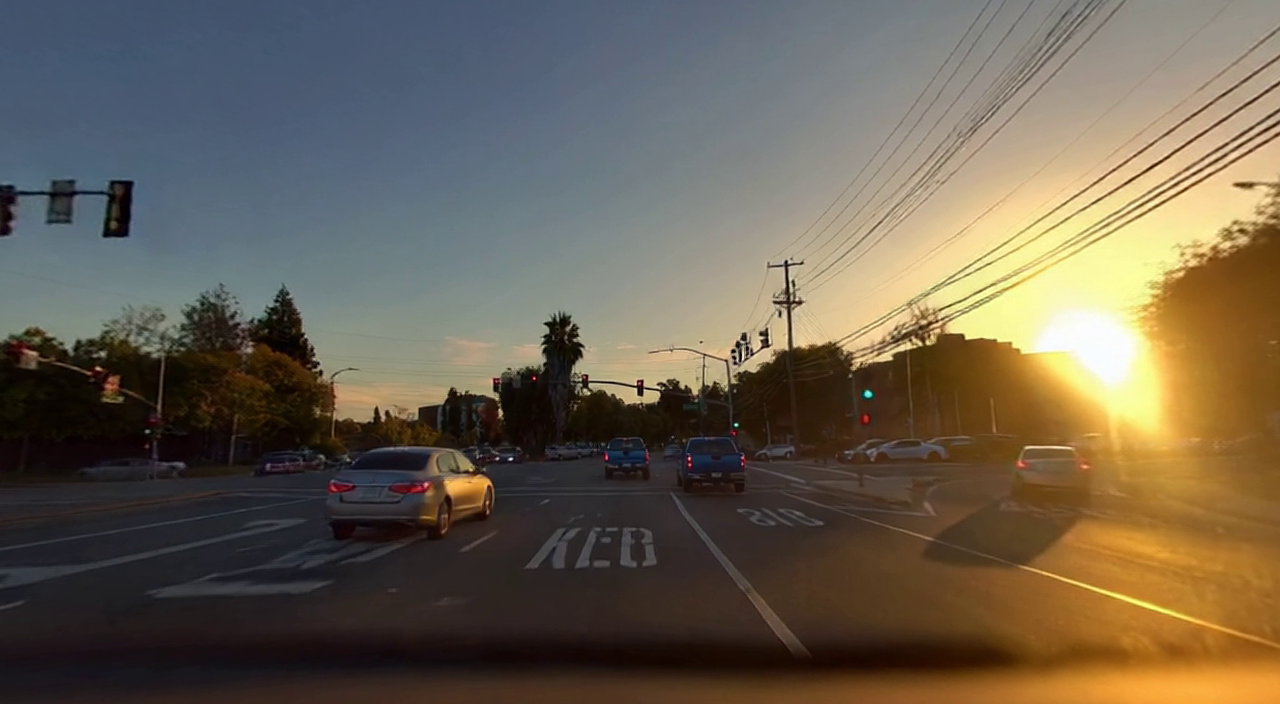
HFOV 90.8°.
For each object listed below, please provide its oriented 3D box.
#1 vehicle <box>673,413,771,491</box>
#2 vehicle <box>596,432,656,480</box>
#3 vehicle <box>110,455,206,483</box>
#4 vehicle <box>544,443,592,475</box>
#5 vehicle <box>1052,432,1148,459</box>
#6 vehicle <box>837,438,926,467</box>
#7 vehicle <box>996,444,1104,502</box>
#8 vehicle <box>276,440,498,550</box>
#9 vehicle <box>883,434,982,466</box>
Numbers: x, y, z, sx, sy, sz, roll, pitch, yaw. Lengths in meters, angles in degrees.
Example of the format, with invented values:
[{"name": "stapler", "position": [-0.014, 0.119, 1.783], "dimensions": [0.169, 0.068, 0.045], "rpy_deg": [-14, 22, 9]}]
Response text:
[{"name": "vehicle", "position": [2.966, 3.938, 25.095], "dimensions": [2.905, 2.636, 6.895], "rpy_deg": [0, -9, -1]}, {"name": "vehicle", "position": [-0.560, 5.072, 31.077], "dimensions": [2.643, 2.145, 5.585], "rpy_deg": [0, -9, 2]}, {"name": "vehicle", "position": [-27.367, 6.610, 35.902], "dimensions": [4.675, 1.471, 2.076], "rpy_deg": [-3, -9, 21]}, {"name": "vehicle", "position": [-4.234, 6.406, 38.071], "dimensions": [2.273, 1.749, 4.385], "rpy_deg": [0, -9, 1]}, {"name": "vehicle", "position": [30.997, 6.349, 42.643], "dimensions": [4.848, 1.769, 2.301], "rpy_deg": [1, -9, -9]}, {"name": "vehicle", "position": [15.128, 6.329, 39.690], "dimensions": [4.681, 1.756, 2.109], "rpy_deg": [2, -9, -10]}, {"name": "vehicle", "position": [11.790, 3.446, 18.476], "dimensions": [2.212, 1.466, 4.126], "rpy_deg": [-5, -10, 28]}, {"name": "vehicle", "position": [-4.012, 2.318, 11.039], "dimensions": [1.939, 1.494, 4.499], "rpy_deg": [0, -9, 1]}, {"name": "vehicle", "position": [17.104, 5.775, 37.045], "dimensions": [4.782, 1.768, 2.152], "rpy_deg": [2, -9, -12]}]
